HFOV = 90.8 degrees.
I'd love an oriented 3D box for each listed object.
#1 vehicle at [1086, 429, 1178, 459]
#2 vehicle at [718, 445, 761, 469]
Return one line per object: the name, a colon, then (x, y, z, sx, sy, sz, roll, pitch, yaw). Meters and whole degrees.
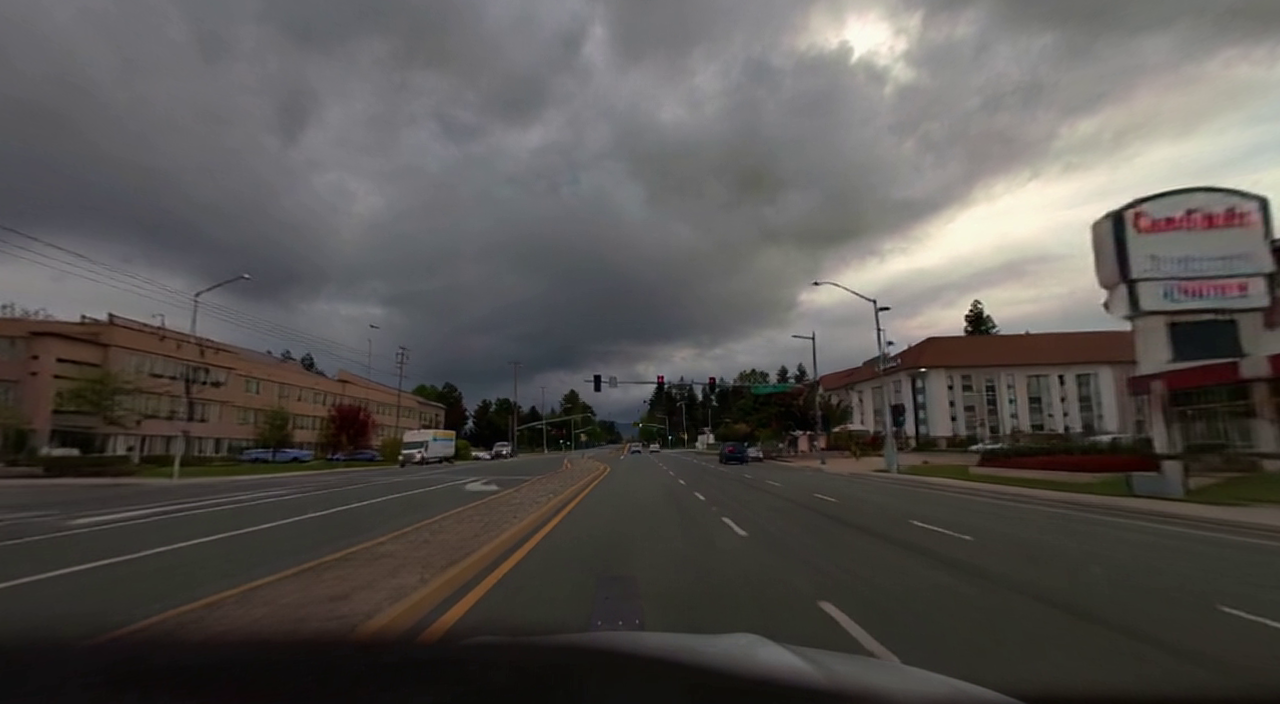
vehicle: (30.435, 5.776, 39.277, 1.860, 1.716, 4.675, 1, -9, -1)
vehicle: (6.258, 6.672, 40.215, 1.916, 1.437, 4.327, 0, -9, -2)
